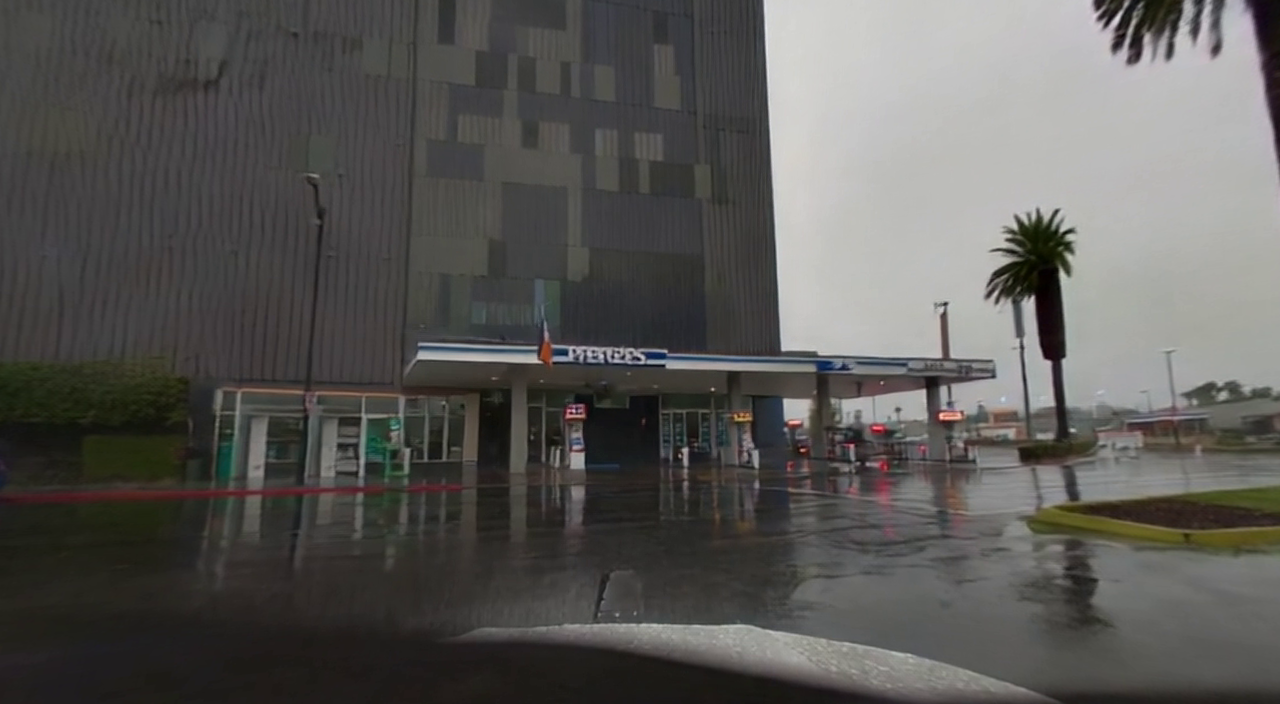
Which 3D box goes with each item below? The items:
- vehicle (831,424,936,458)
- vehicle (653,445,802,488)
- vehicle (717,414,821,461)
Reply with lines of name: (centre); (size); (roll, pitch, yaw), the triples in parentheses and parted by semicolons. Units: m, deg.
vehicle: (17.760, 6.484, 46.148); (7.026, 2.329, 2.545); (3, -7, -17)
vehicle: (3.015, 3.908, 21.840); (4.782, 1.371, 1.763); (3, -9, -18)
vehicle: (7.533, 5.021, 36.901); (5.524, 2.504, 2.196); (4, -8, -14)
